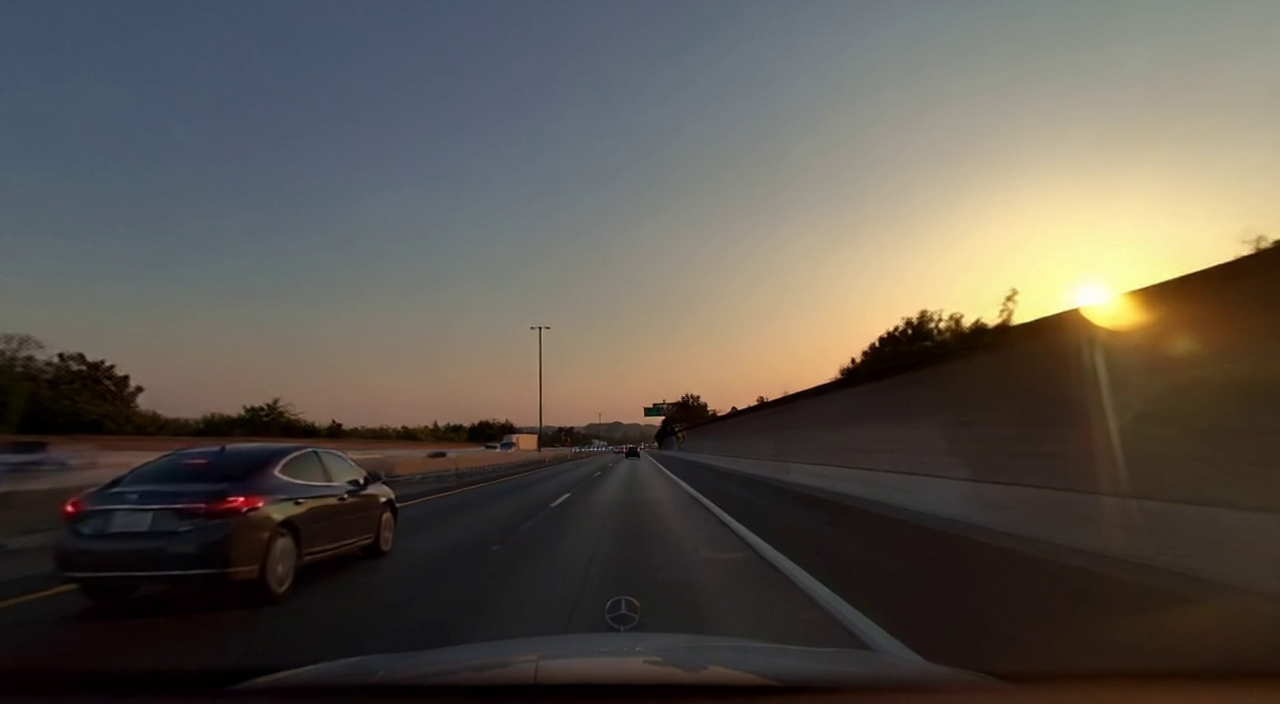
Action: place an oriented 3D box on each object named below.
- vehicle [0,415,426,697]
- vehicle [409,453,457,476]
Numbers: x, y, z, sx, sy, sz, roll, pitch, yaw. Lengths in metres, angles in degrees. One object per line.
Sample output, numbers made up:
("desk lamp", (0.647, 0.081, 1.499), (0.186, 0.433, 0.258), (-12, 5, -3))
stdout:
("vehicle", (-3.878, 1.503, 5.884), (2.118, 1.562, 4.541), (0, -9, 1))
("vehicle", (-14.378, 7.819, 43.993), (1.804, 1.442, 4.254), (0, -9, 2))
